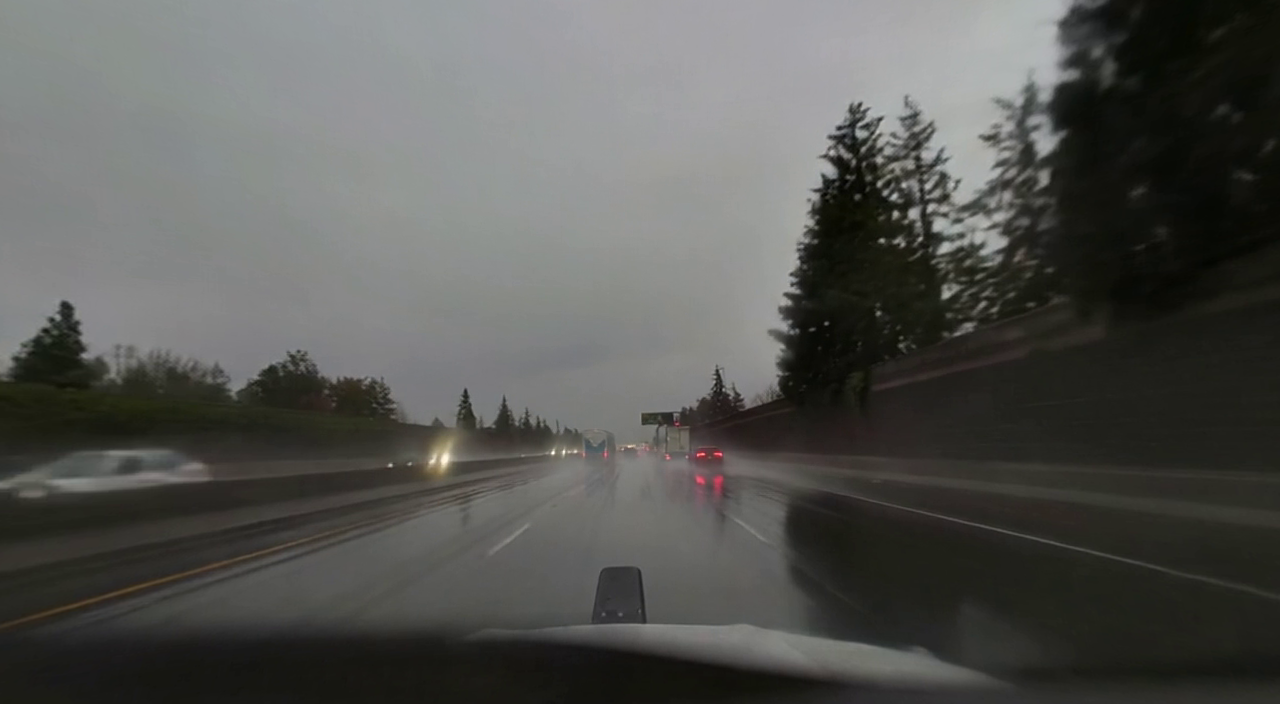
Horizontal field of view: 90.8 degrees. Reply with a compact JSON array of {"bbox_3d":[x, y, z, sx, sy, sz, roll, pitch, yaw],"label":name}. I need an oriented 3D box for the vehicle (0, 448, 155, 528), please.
[{"bbox_3d":[-12.901,2.771,13.231,1.931,1.484,4.452,0,-9,-1],"label":"vehicle"}]

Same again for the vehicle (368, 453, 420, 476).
[{"bbox_3d":[-16.665,7.620,43.025,1.845,1.436,4.135,-1,-9,1],"label":"vehicle"}]

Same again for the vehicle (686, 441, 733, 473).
[{"bbox_3d":[3.858,5.917,35.698,2.066,1.638,4.158,0,-9,-2],"label":"vehicle"}]
